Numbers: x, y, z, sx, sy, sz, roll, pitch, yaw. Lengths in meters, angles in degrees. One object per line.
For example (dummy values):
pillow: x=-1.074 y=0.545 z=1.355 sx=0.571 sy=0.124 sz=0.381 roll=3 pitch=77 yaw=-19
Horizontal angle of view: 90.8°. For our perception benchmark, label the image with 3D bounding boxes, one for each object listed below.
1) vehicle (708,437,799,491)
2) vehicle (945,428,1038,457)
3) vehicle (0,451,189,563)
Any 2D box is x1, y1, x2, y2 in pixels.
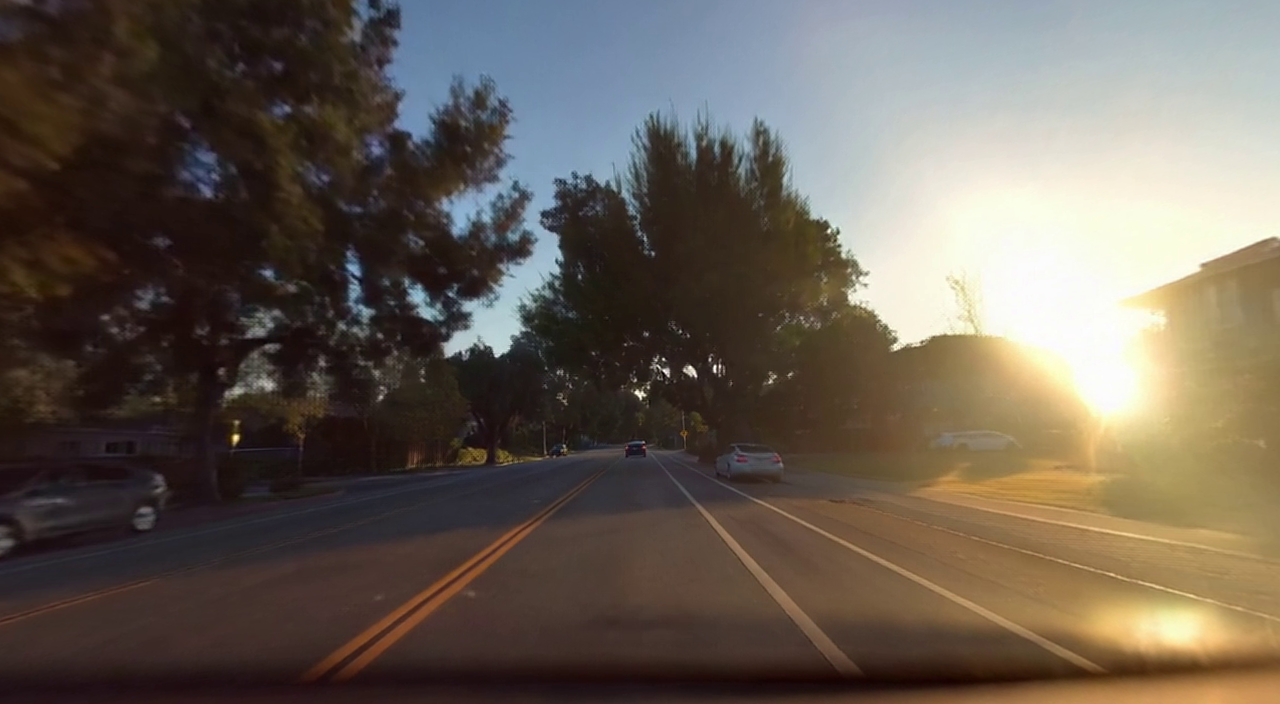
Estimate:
vehicle: x=3.968 y=3.997 z=22.973 sx=2.124 sy=1.524 sz=4.698 roll=6 pitch=-9 yaw=-2
vehicle: x=21.293 y=5.496 z=38.360 sx=4.536 sy=1.654 sz=1.931 roll=1 pitch=-8 yaw=-7
vehicle: x=-11.240 y=2.802 z=11.449 sx=2.086 sy=1.711 sz=5.661 roll=-6 pitch=-8 yaw=-1
